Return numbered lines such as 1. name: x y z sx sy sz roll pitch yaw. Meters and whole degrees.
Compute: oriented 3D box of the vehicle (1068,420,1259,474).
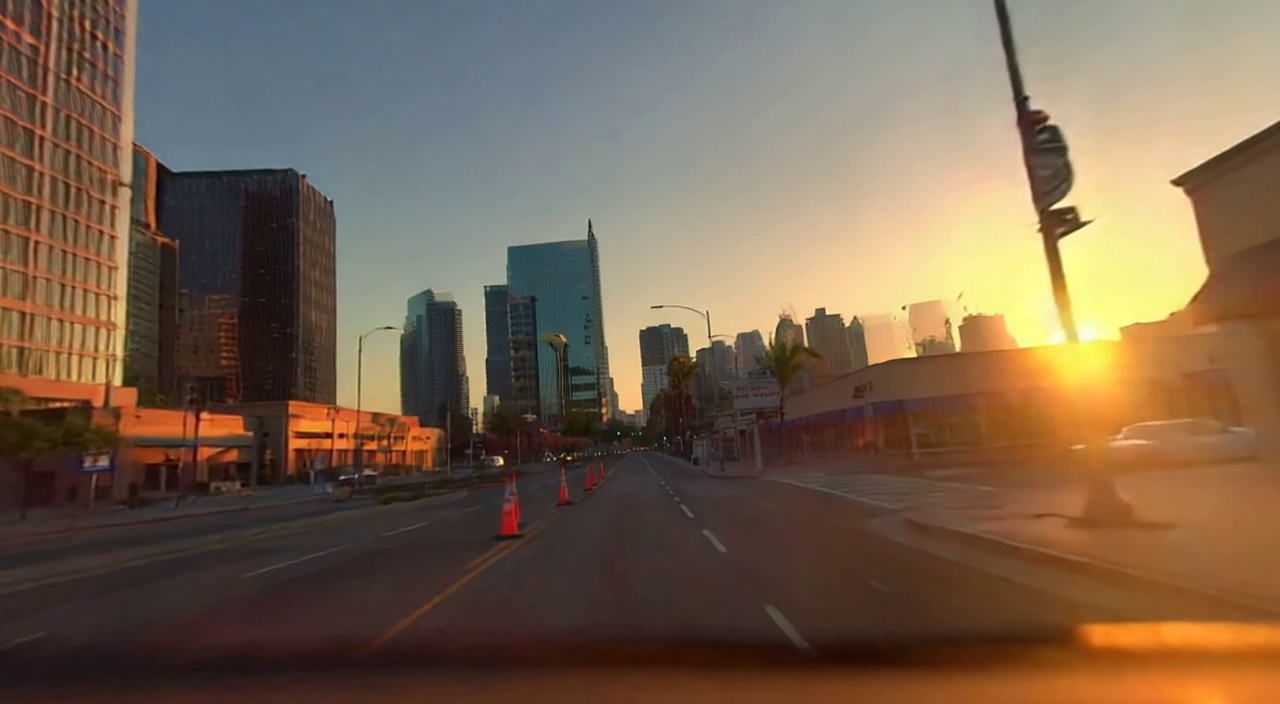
1. vehicle: 16.345 2.968 19.776 5.091 1.528 1.972 2 -10 -17
